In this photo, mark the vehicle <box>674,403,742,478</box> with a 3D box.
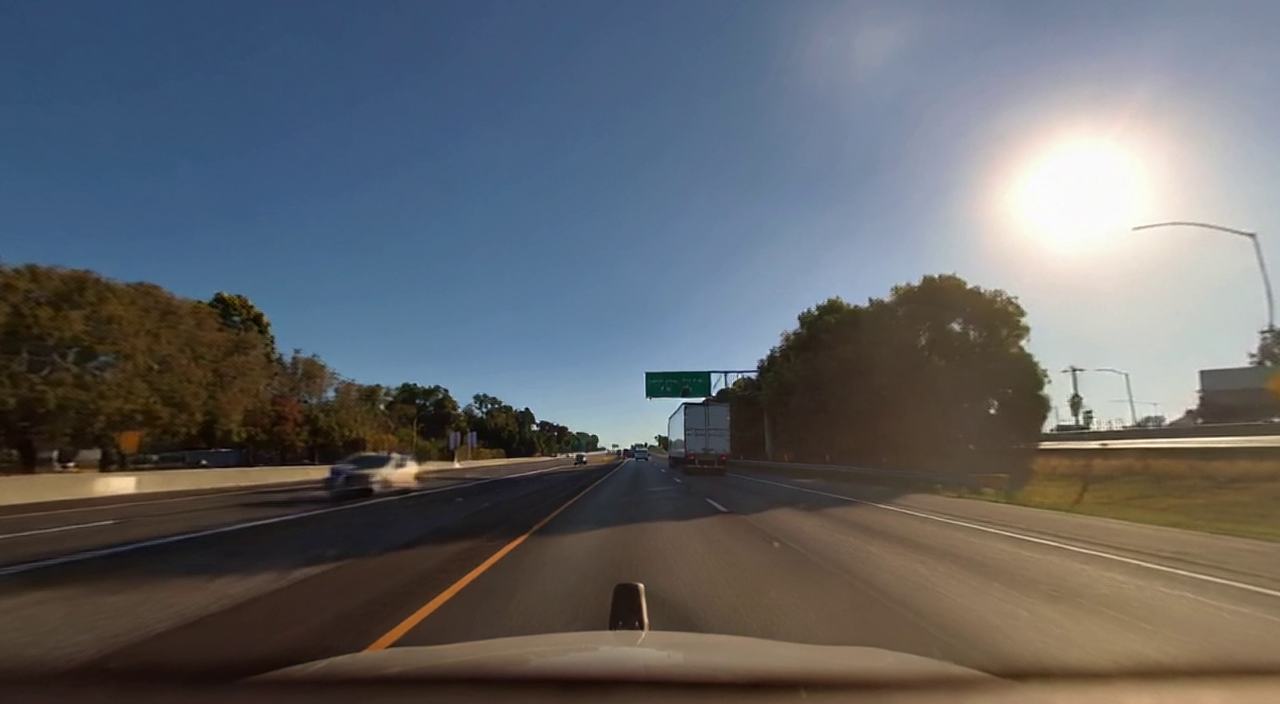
[{"bbox_3d":[4.121,5.895,41.258,3.185,4.154,12.638,0,-9,1],"label":"vehicle"}]

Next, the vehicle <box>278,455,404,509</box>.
[{"bbox_3d":[-9.161,3.987,19.686,1.908,1.448,4.097,0,-9,0],"label":"vehicle"}]
